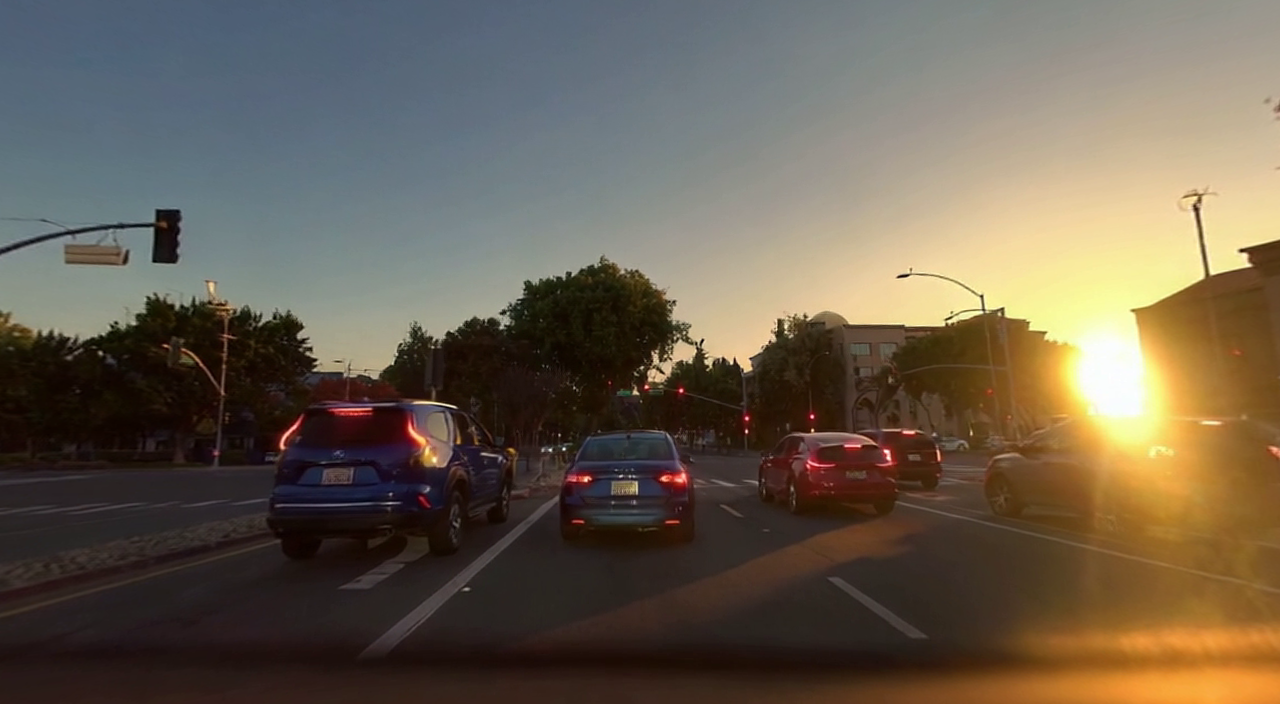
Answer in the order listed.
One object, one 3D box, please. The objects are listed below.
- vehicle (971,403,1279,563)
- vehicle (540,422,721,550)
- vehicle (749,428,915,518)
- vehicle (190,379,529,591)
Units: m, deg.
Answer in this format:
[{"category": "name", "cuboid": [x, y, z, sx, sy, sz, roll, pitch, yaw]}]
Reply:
[{"category": "vehicle", "cuboid": [7.247, 1.777, 9.345, 2.068, 1.731, 4.752, 0, -8, 0]}, {"category": "vehicle", "cuboid": [-0.145, 1.859, 9.421, 2.097, 1.480, 4.006, 0, -8, -1]}, {"category": "vehicle", "cuboid": [3.578, 2.337, 12.744, 1.861, 1.473, 4.393, 0, -8, -2]}, {"category": "vehicle", "cuboid": [-2.849, 1.495, 7.917, 2.064, 1.825, 4.760, 0, -8, 0]}]
